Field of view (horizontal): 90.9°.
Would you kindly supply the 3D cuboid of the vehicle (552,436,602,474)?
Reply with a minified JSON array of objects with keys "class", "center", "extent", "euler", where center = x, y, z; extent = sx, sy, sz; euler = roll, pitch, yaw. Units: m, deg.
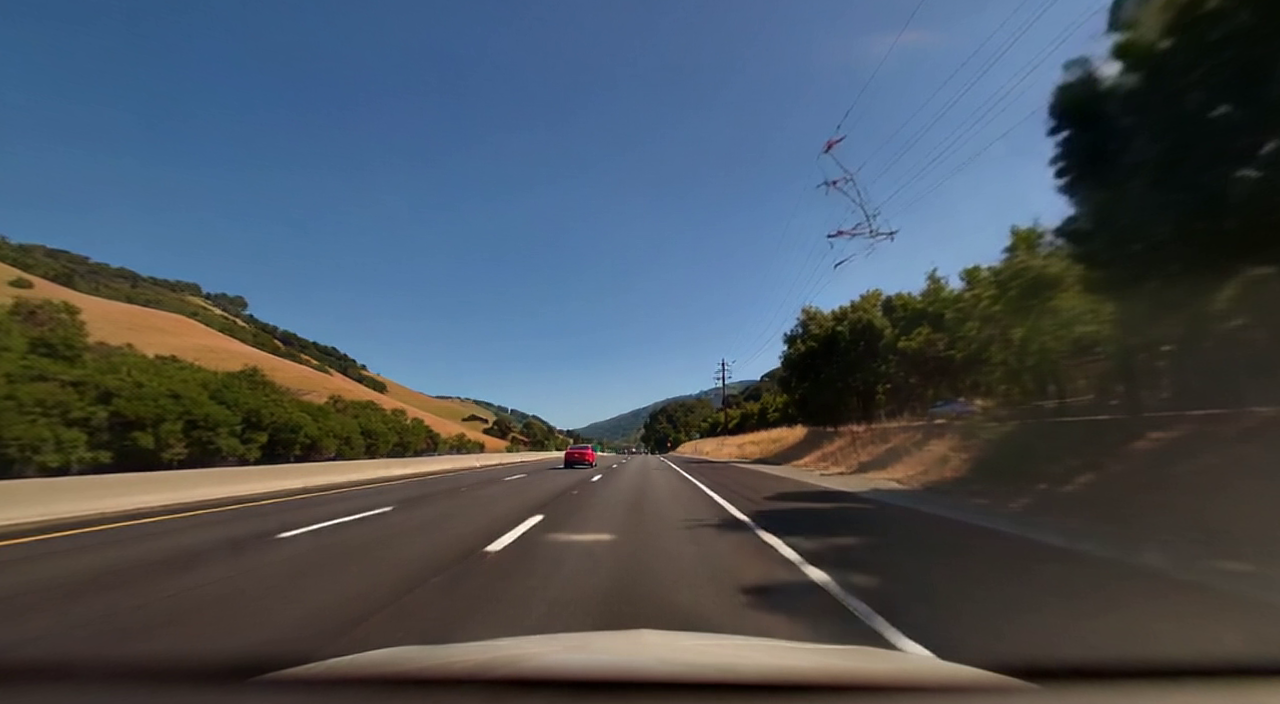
[{"class":"vehicle","center":[-3.276,5.413,33.499],"extent":[2.136,1.845,4.515],"euler":[0,-8,1]}]

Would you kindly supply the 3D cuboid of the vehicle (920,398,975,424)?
[{"class":"vehicle","center":[23.778,4.619,48.977],"extent":[1.914,1.713,4.630],"euler":[-1,-8,1]}]
